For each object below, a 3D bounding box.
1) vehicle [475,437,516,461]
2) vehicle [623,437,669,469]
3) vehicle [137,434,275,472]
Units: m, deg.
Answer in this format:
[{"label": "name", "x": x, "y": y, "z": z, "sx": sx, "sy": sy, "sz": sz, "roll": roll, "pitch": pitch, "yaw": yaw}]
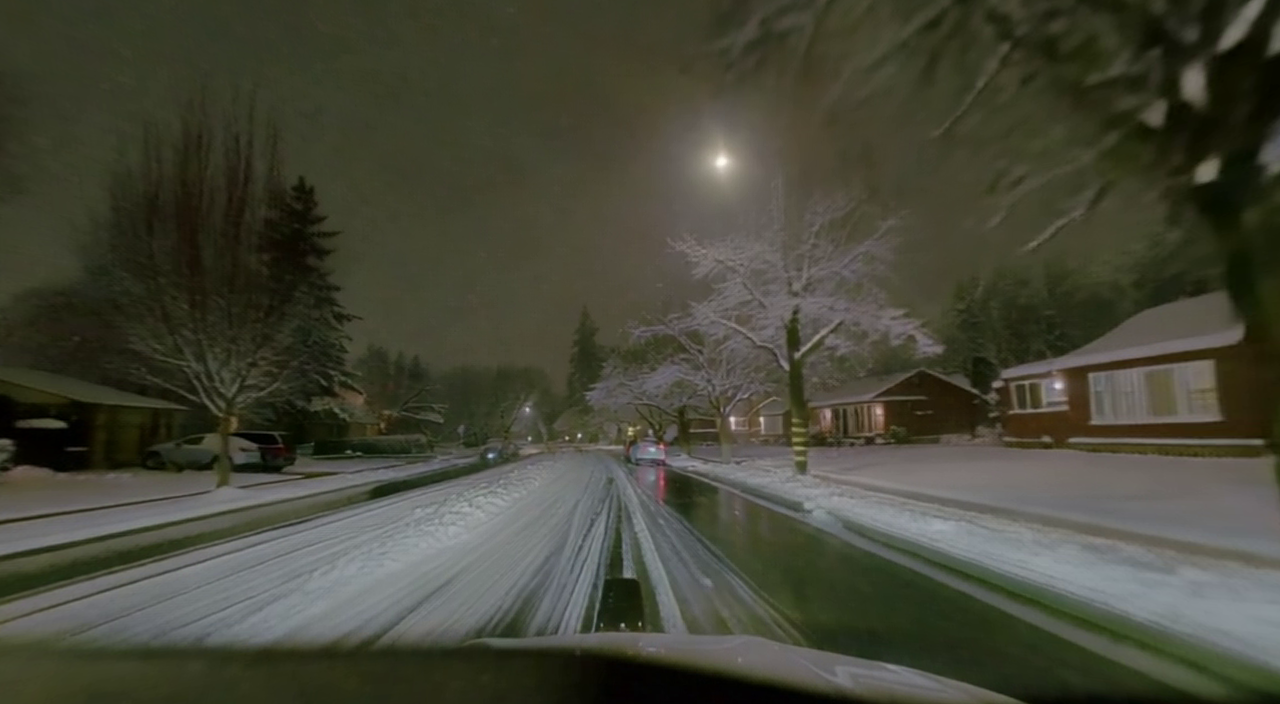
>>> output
[{"label": "vehicle", "x": -10.501, "y": 7.135, "z": 45.945, "sx": 1.943, "sy": 1.433, "sz": 4.717, "roll": -6, "pitch": -9, "yaw": -3}, {"label": "vehicle", "x": 0.202, "y": 5.092, "z": 31.997, "sx": 2.088, "sy": 1.429, "sz": 4.796, "roll": 0, "pitch": -7, "yaw": -2}, {"label": "vehicle", "x": -18.041, "y": 4.213, "z": 26.240, "sx": 4.344, "sy": 1.483, "sz": 1.928, "roll": -1, "pitch": -8, "yaw": 2}]
